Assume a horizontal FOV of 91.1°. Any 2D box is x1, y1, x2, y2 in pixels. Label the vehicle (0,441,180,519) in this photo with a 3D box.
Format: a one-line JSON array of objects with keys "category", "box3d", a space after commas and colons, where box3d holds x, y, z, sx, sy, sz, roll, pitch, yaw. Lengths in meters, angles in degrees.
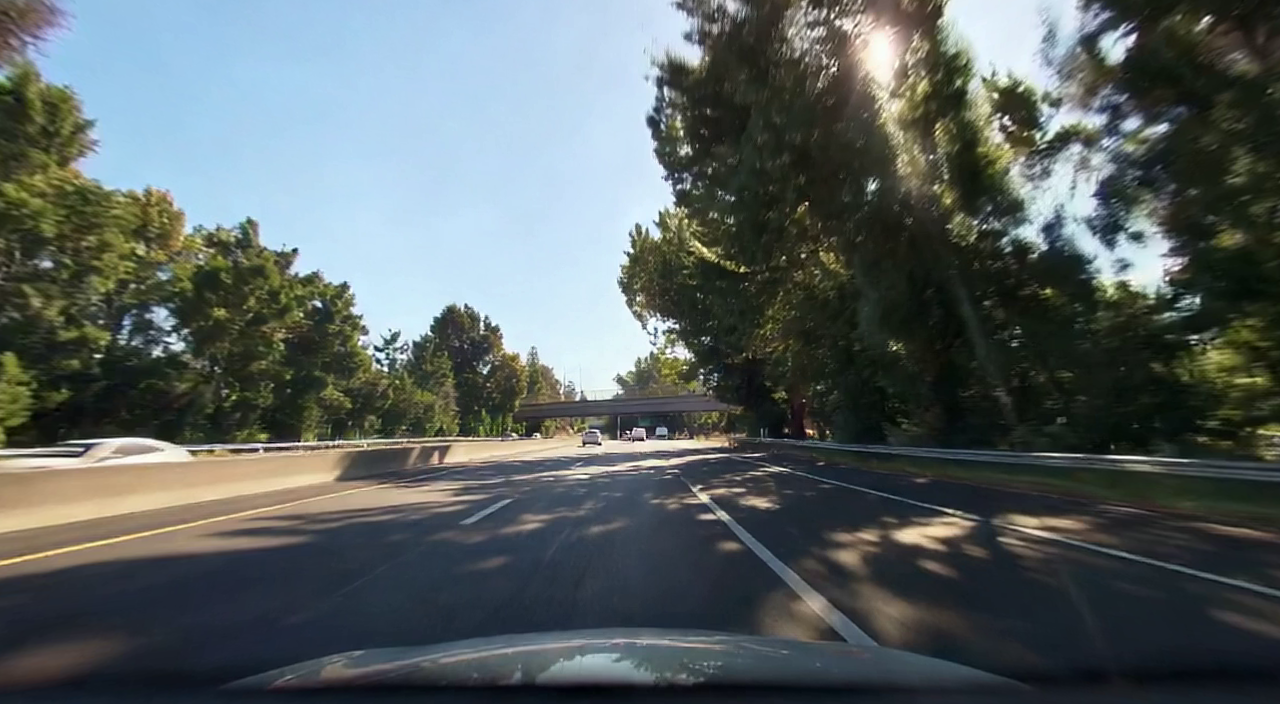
[{"category": "vehicle", "box3d": [-12.971, 2.764, 14.239, 1.895, 1.439, 4.263, 0, -8, -1]}]
